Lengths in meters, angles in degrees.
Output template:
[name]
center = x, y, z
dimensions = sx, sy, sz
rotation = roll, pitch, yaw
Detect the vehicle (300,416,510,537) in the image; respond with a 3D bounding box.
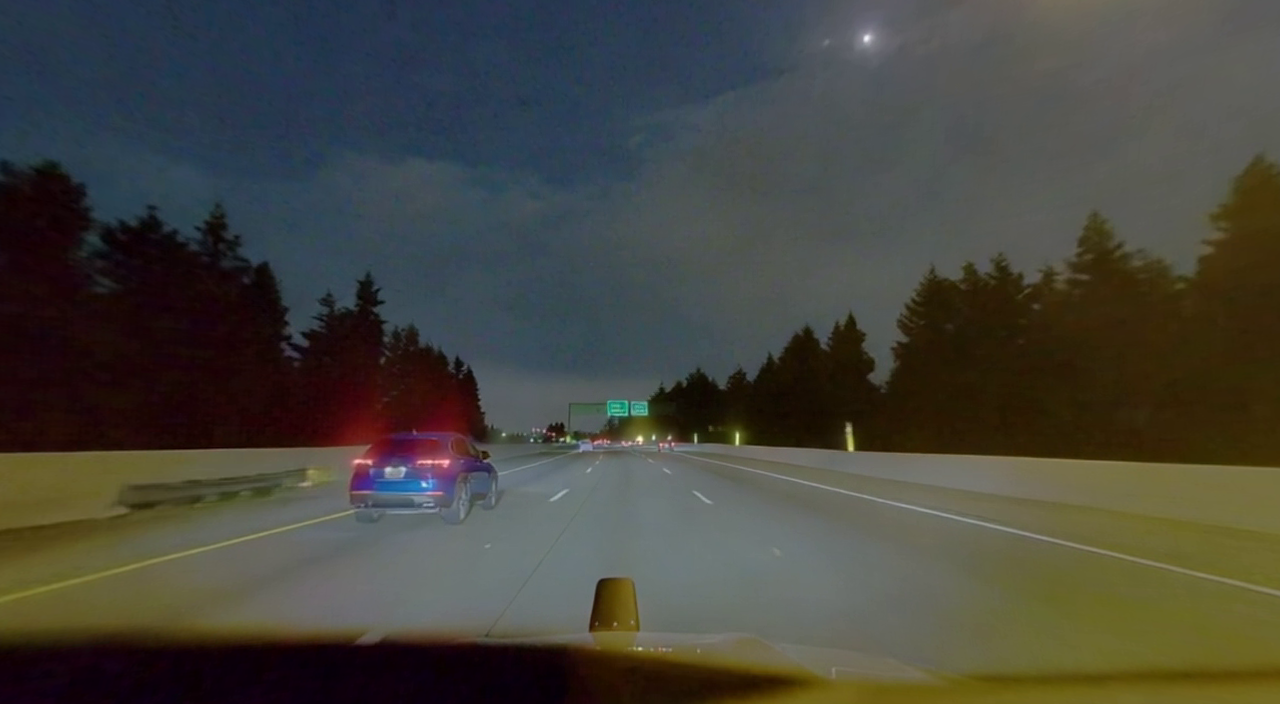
[vehicle]
center = -3.738, 2.052, 10.994
dimensions = 2.074, 1.652, 4.273
rotation = 0, -8, -1
